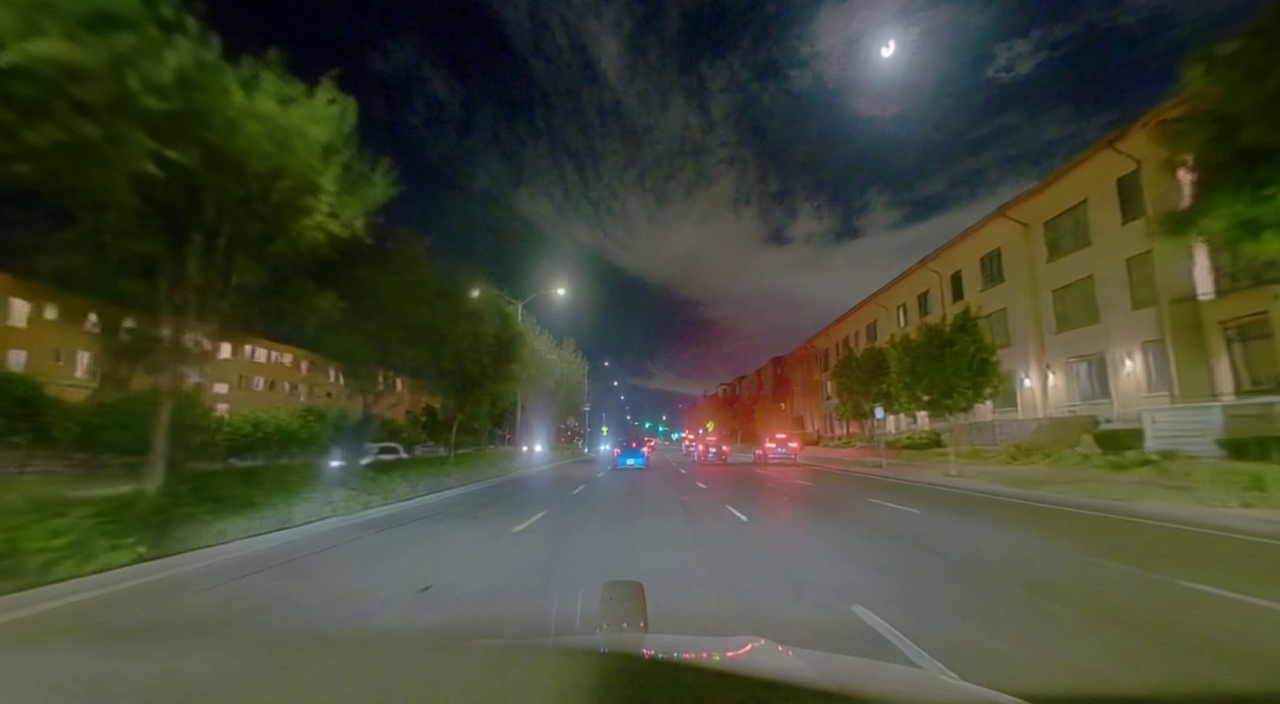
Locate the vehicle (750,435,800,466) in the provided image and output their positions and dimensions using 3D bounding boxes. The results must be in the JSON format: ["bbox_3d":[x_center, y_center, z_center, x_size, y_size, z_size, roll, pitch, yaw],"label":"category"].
[{"bbox_3d":[7.796,5.710,36.811,1.972,1.700,4.269,0,-8,0],"label":"vehicle"}]

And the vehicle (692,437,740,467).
[{"bbox_3d":[4.036,5.384,34.143,2.067,1.514,4.188,0,-8,0],"label":"vehicle"}]

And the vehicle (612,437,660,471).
[{"bbox_3d":[-0.145,4.738,29.491,2.102,1.481,3.907,0,-8,1],"label":"vehicle"}]

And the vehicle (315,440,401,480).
[{"bbox_3d":[-13.744,5.260,31.088,2.019,1.778,4.593,0,-8,1],"label":"vehicle"}]
